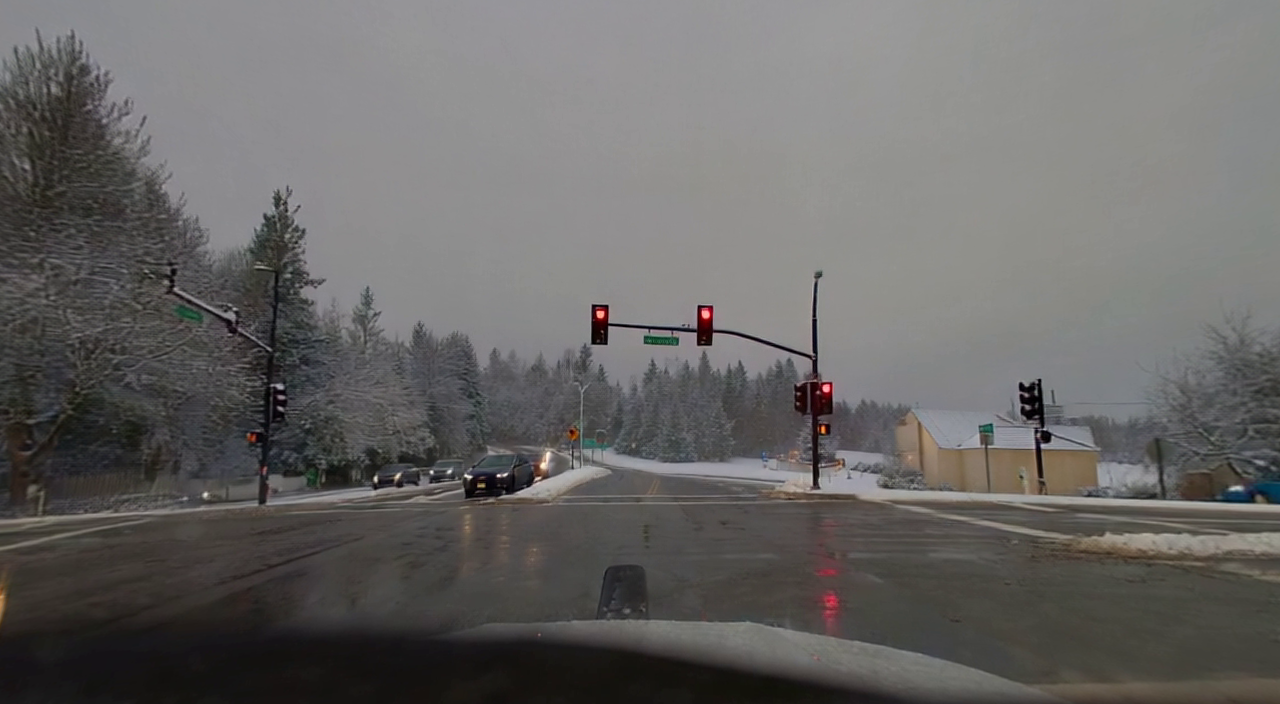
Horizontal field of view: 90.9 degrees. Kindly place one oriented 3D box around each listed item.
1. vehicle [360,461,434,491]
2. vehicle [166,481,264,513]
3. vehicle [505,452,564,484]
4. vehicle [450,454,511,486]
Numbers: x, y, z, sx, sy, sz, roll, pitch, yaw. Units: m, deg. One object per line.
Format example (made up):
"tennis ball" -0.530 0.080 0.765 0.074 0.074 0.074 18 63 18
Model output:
"vehicle" -16.581 8.451 43.377 2.050 1.755 5.135 -2 -9 15
"vehicle" -24.417 8.304 36.370 4.491 1.500 2.029 5 -10 -33
"vehicle" -5.225 5.804 31.815 2.107 1.456 4.728 0 -8 1
"vehicle" -8.039 5.974 32.095 1.960 1.433 4.213 0 -8 1
